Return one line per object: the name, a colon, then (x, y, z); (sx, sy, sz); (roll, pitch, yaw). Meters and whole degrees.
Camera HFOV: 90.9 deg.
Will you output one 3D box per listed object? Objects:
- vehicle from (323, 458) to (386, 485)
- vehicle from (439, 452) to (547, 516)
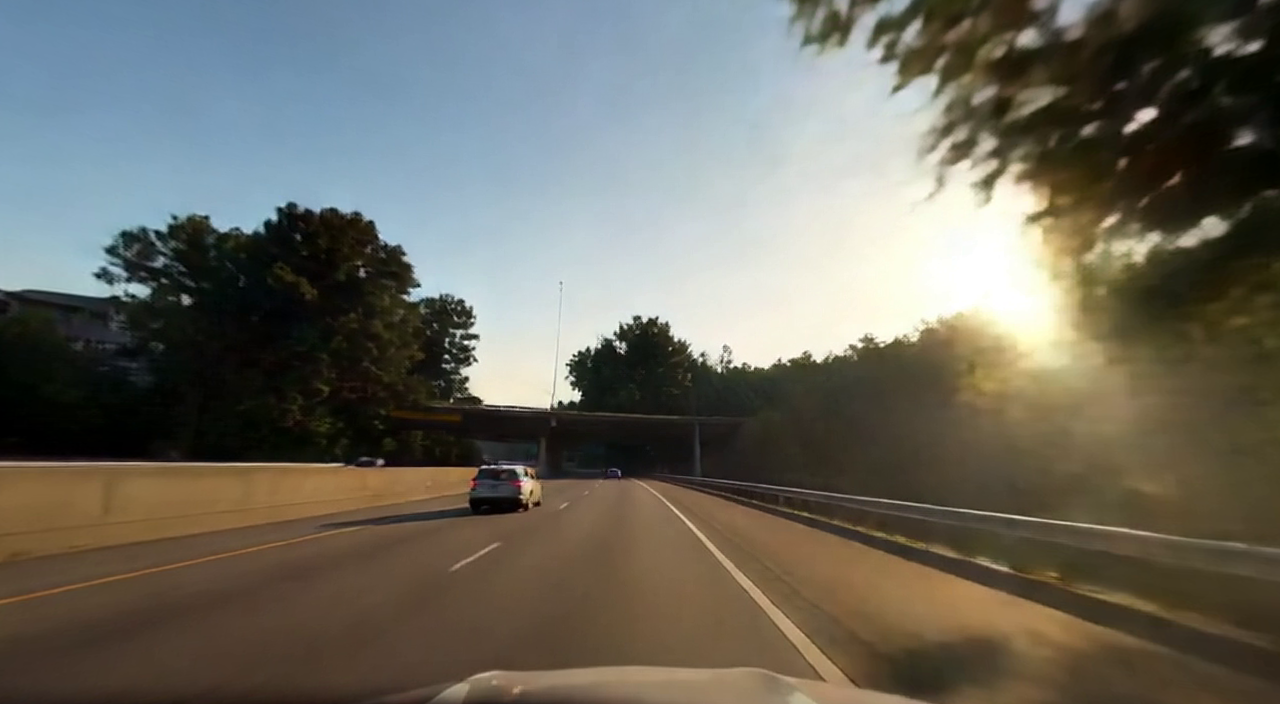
vehicle: (-17.051, 7.191, 37.854); (1.758, 1.473, 4.258); (1, -11, -1)
vehicle: (-4.539, 4.227, 20.454); (2.286, 1.757, 5.057); (1, -11, 0)
